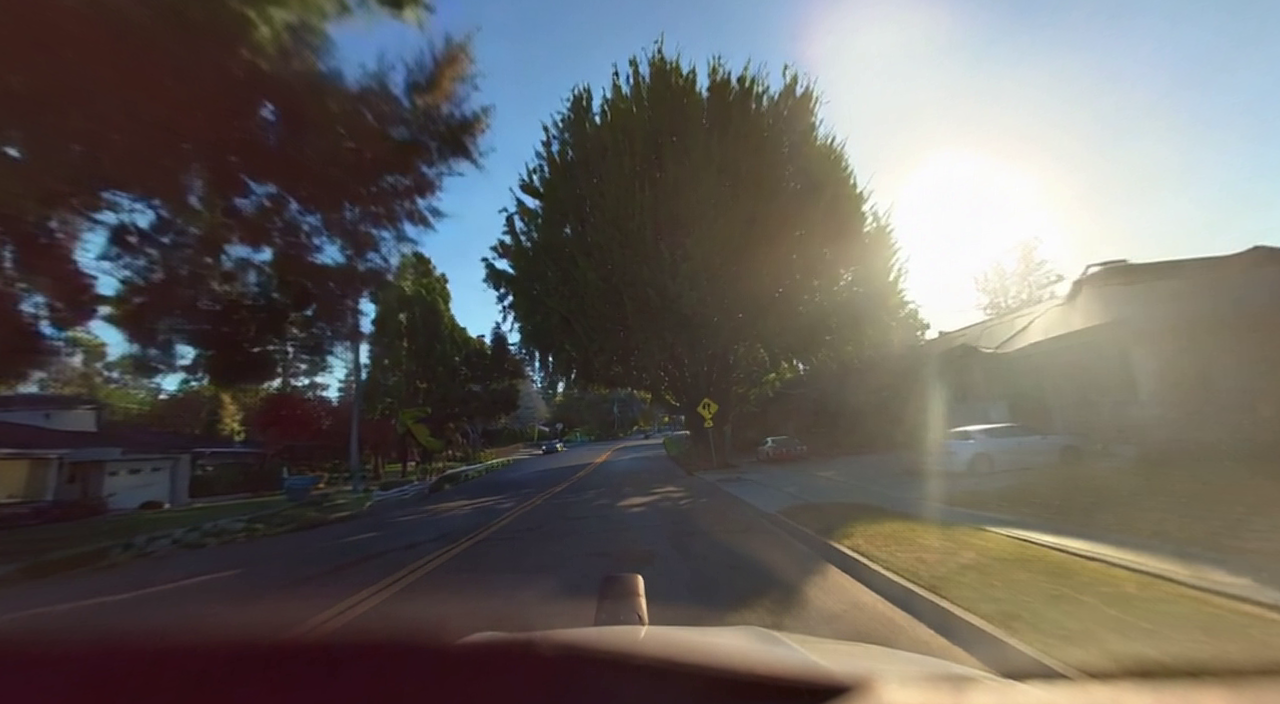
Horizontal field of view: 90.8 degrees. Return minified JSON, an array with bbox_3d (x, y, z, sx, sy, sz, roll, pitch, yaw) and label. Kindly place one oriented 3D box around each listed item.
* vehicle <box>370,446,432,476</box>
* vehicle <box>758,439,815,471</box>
[{"bbox_3d":[-15.216,6.937,40.509,2.177,1.773,4.656,0,-8,0],"label":"vehicle"},{"bbox_3d":[8.081,5.721,35.252,1.954,1.652,4.520,0,-8,-2],"label":"vehicle"}]
